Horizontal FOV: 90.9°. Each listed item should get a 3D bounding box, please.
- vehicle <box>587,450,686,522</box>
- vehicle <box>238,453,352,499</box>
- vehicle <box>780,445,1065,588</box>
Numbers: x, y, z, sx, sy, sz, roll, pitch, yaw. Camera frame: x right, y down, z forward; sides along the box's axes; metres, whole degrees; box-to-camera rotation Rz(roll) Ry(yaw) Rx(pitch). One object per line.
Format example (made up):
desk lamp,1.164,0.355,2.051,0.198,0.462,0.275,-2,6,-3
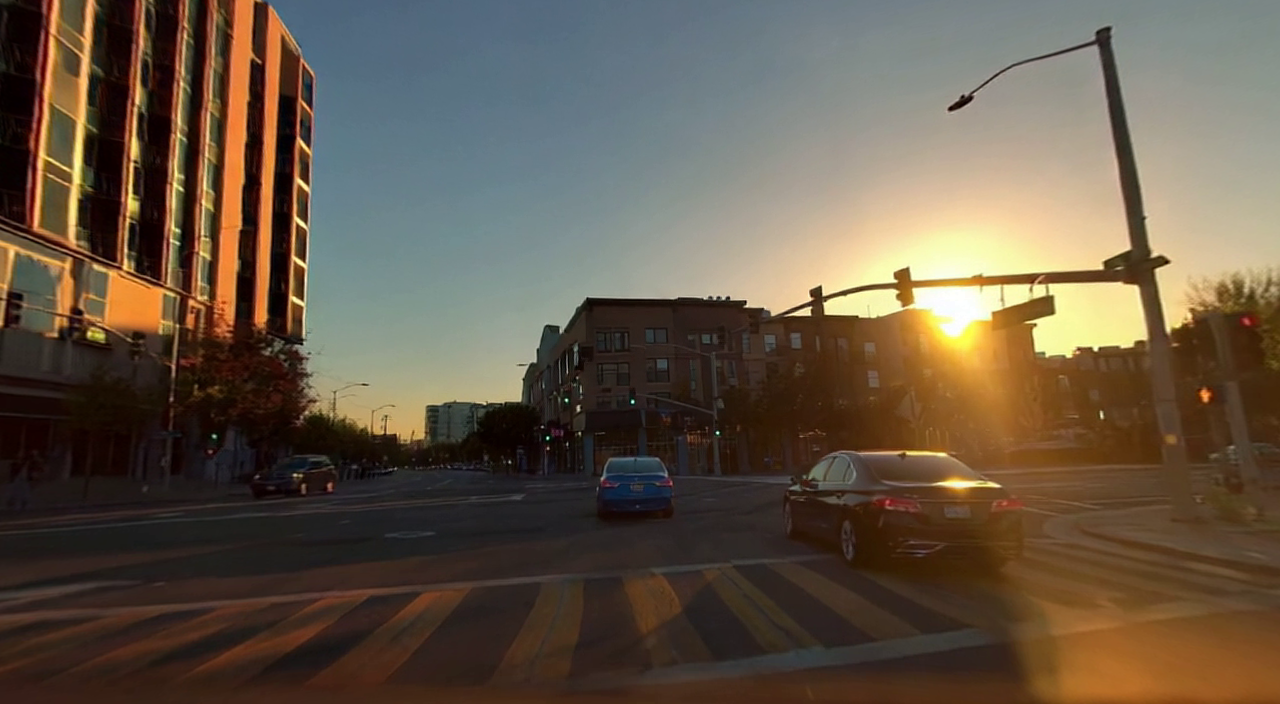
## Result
vehicle,-0.086,3.173,15.469,2.094,1.481,4.078,0,-8,0
vehicle,-14.980,5.372,27.781,2.126,1.782,4.880,0,-8,2
vehicle,3.347,1.984,8.522,1.860,1.430,4.089,0,-8,-1
